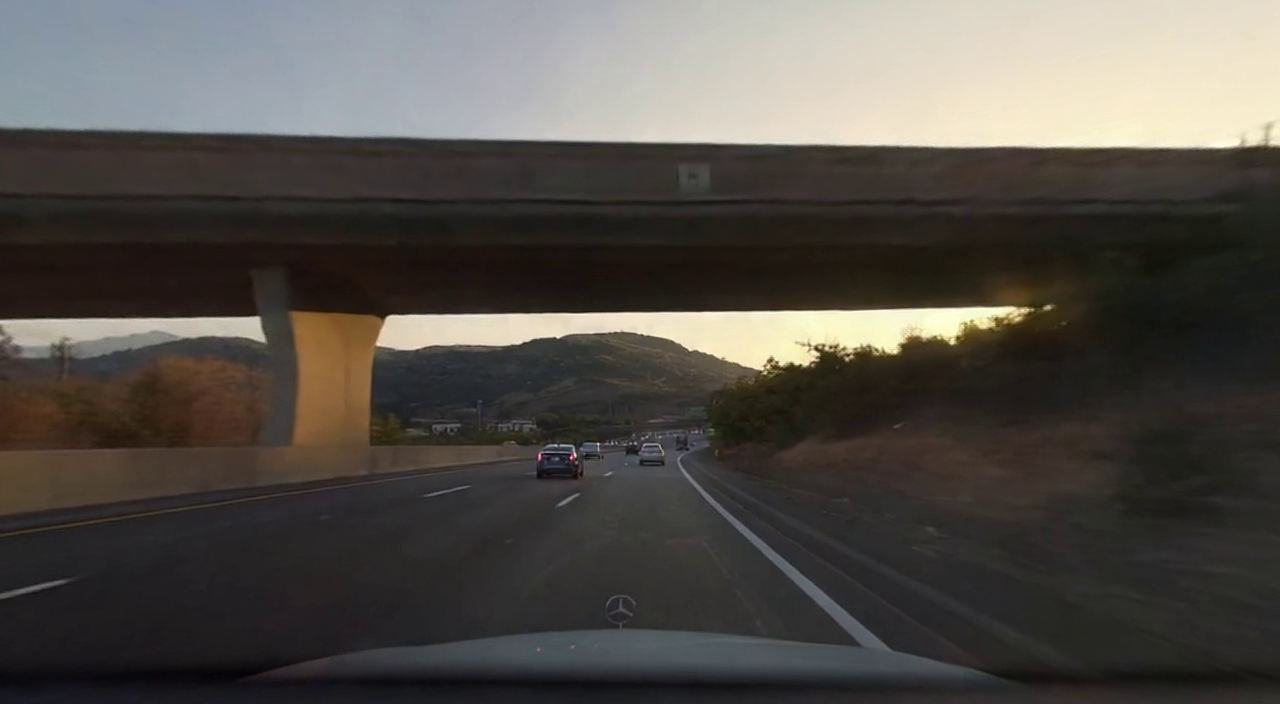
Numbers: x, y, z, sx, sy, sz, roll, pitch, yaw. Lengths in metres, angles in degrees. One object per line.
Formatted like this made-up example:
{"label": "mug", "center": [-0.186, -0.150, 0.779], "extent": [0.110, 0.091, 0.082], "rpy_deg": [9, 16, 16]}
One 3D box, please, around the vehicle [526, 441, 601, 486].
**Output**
{"label": "vehicle", "center": [-2.809, 4.231, 24.228], "extent": [2.129, 1.563, 4.387], "rpy_deg": [-1, -9, 3]}

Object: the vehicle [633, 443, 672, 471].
{"label": "vehicle", "center": [0.750, 6.136, 37.008], "extent": [2.129, 1.502, 4.321], "rpy_deg": [0, -9, 1]}
